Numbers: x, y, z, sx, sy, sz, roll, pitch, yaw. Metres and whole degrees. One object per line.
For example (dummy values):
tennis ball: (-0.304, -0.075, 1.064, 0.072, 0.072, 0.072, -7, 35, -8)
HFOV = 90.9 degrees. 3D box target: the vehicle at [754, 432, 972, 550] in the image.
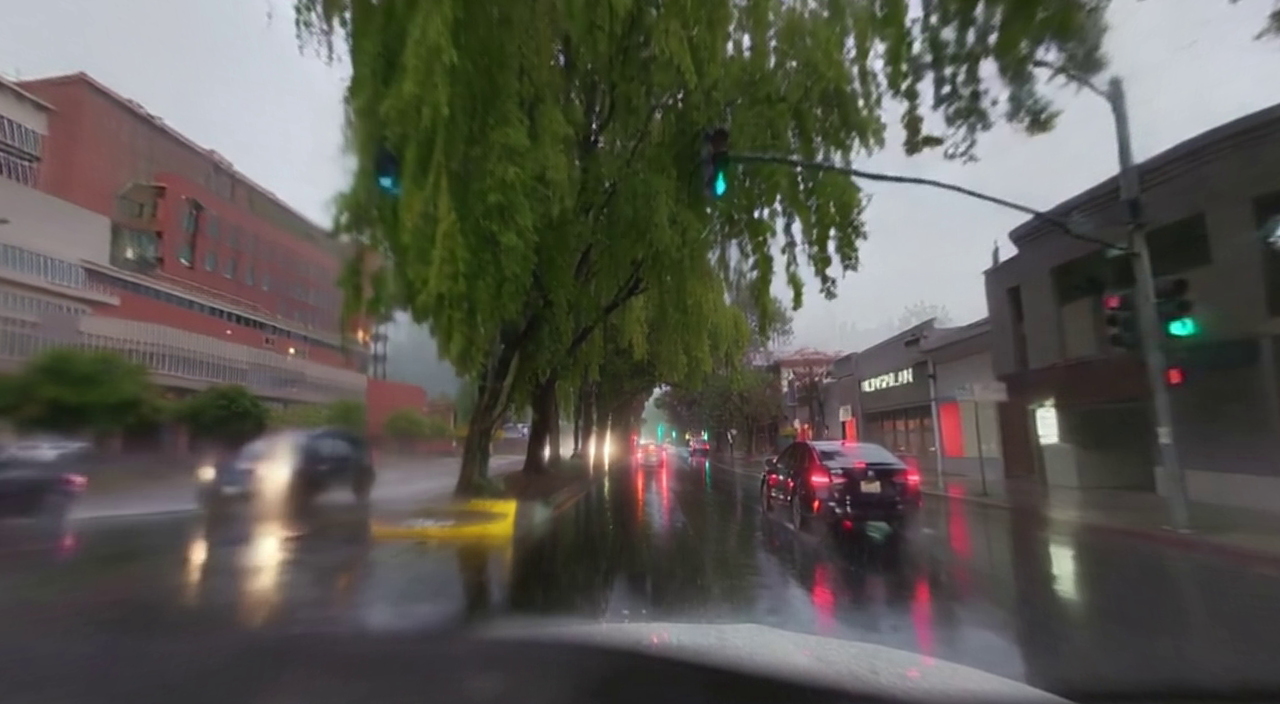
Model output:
vehicle: (3.253, 2.095, 10.216, 1.989, 1.498, 4.050, 0, -8, -1)

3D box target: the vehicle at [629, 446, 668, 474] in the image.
vehicle: (0.458, 5.627, 33.147, 1.945, 1.343, 3.827, 0, -8, 1)

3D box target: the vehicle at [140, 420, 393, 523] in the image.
vehicle: (-8.257, 2.697, 14.939, 2.329, 1.921, 5.842, 0, -8, 1)
